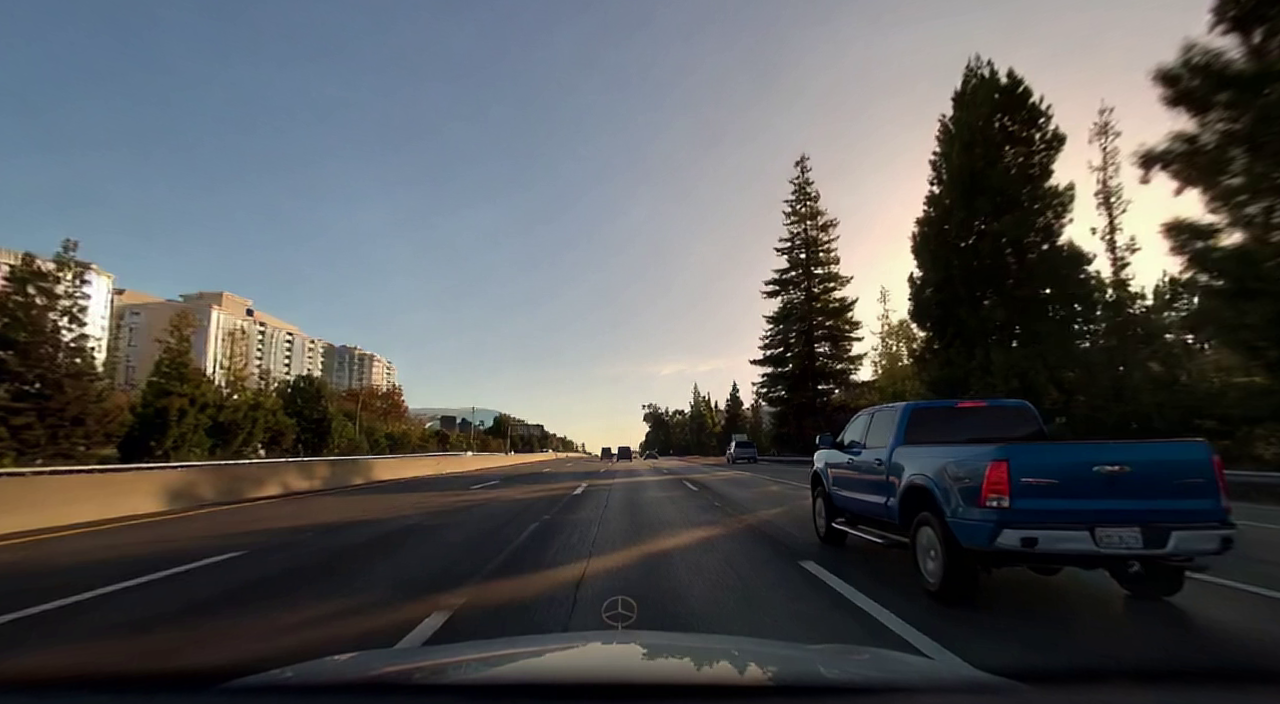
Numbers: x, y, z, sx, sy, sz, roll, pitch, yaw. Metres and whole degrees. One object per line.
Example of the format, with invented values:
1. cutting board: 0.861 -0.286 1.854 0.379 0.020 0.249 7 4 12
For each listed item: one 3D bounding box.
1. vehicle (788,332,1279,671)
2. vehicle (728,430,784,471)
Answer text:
1. vehicle: 3.285 1.207 6.141 2.462 1.984 4.718 0 -8 -1
2. vehicle: 6.815 5.872 37.837 2.158 2.268 5.396 0 -9 -1
